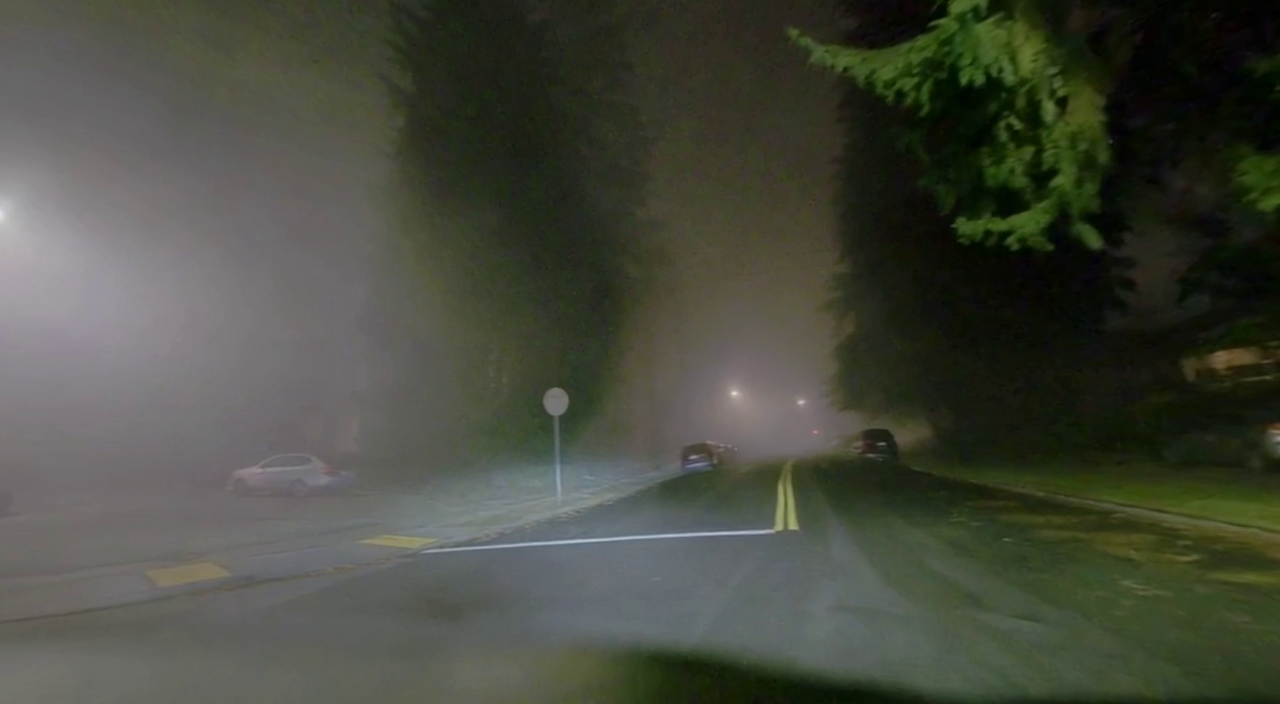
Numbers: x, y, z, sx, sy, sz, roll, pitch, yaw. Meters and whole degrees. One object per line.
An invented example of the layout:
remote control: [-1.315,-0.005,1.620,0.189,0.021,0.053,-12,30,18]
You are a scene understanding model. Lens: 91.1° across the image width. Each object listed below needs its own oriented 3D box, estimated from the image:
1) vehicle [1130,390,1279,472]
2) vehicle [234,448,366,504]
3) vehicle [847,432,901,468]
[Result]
vehicle: [16.032,2.256,17.506,2.445,1.935,5.238,-4,-9,24]
vehicle: [-12.045,4.529,22.563,1.919,1.447,3.896,-9,-18,14]
vehicle: [12.278,5.166,33.224,2.085,1.792,4.176,-2,-9,13]
